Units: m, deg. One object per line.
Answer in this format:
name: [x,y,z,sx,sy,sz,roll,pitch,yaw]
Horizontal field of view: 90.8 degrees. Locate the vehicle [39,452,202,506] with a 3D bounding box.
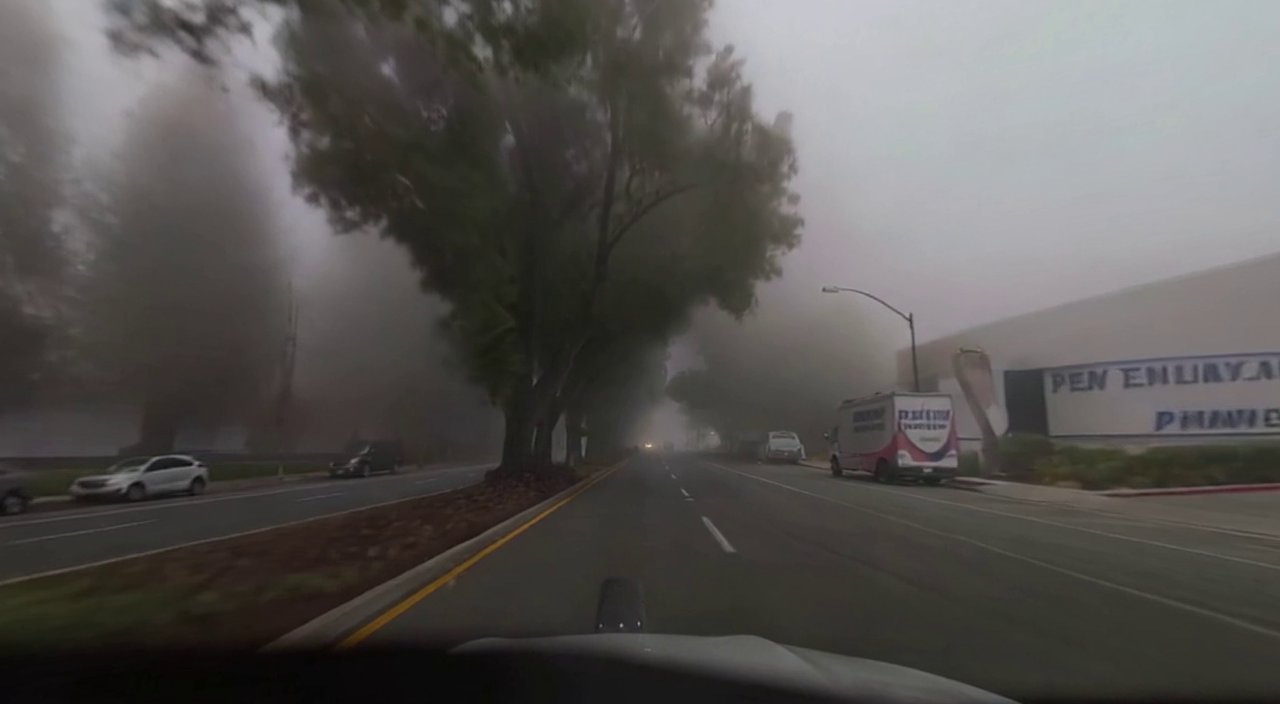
vehicle: [-17.376,4.213,21.488,1.772,1.480,4.499,-1,-8,-1]

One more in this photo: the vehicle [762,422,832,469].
vehicle: [10.459,6.363,42.991,2.964,2.927,6.936,0,-9,0]

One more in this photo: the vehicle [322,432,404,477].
vehicle: [-17.071,6.340,39.386,2.253,2.554,6.021,0,-9,1]

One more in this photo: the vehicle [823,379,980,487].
vehicle: [10.428,3.473,26.605,2.879,3.765,8.904,0,-9,1]

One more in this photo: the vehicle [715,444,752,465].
vehicle: [6.676,7.367,45.378,1.972,1.417,4.239,0,-9,0]

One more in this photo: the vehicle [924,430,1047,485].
vehicle: [14.403,4.423,26.800,2.203,2.052,5.314,0,-9,0]
